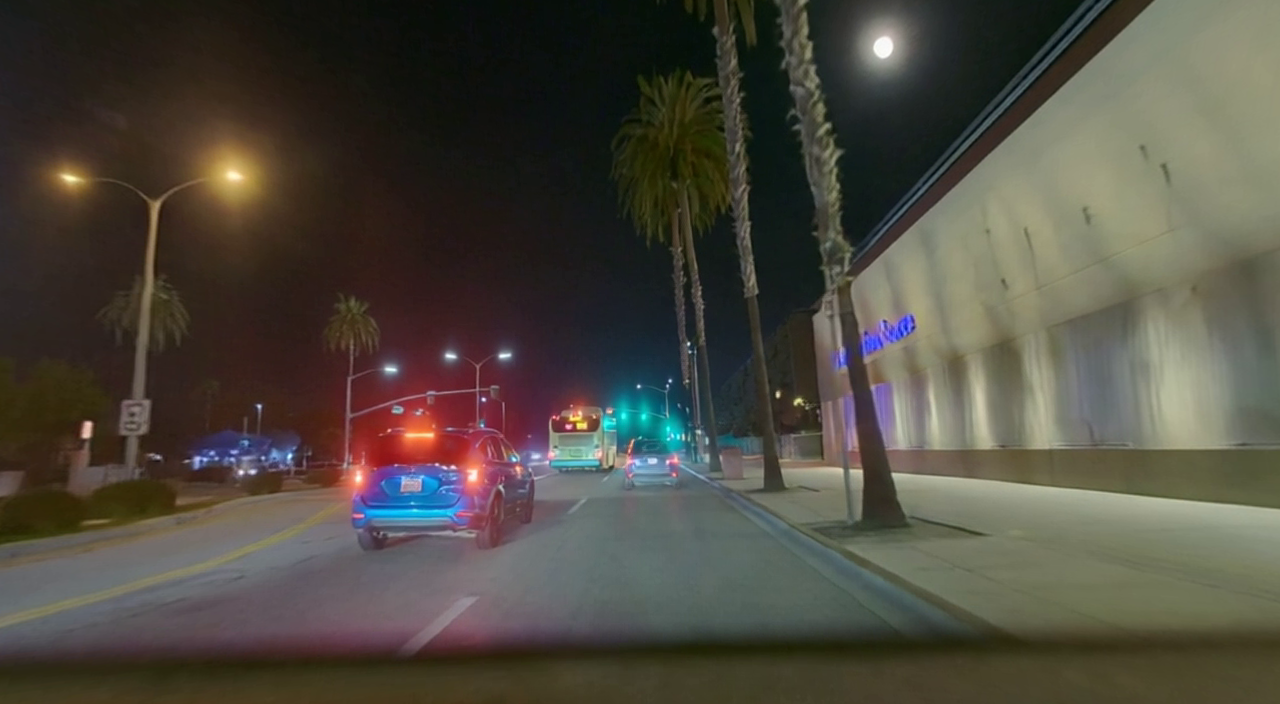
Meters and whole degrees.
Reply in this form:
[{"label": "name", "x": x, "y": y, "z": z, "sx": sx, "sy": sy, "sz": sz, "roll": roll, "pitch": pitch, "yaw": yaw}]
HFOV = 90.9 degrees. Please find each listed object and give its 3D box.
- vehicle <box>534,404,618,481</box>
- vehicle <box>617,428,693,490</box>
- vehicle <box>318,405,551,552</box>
[{"label": "vehicle", "x": -2.685, "y": 4.206, "z": 29.261, "sx": 2.775, "sy": 3.064, "sz": 8.297, "roll": 0, "pitch": -8, "yaw": 2}, {"label": "vehicle", "x": 0.424, "y": 3.273, "z": 19.576, "sx": 2.120, "sy": 1.727, "sz": 3.917, "roll": 0, "pitch": -8, "yaw": 0}, {"label": "vehicle", "x": -2.885, "y": 1.909, "z": 10.181, "sx": 2.124, "sy": 1.799, "sz": 4.587, "roll": 0, "pitch": -8, "yaw": 1}]
